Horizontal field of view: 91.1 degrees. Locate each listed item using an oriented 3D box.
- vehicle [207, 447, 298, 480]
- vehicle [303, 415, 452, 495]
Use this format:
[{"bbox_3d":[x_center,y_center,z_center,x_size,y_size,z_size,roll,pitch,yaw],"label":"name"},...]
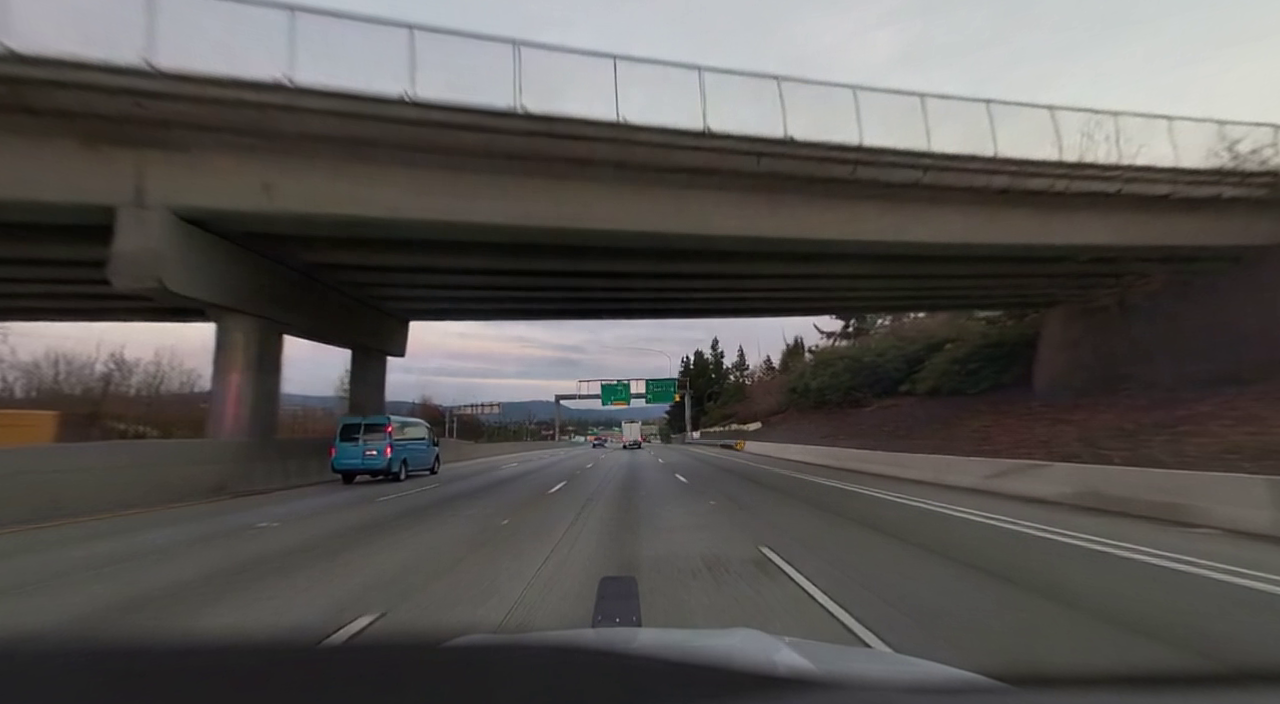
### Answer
[{"bbox_3d":[-20.125,5.762,32.910,1.866,1.511,4.574,0,-8,-1],"label":"vehicle"},{"bbox_3d":[-7.420,2.960,18.564,2.150,1.996,5.341,0,-8,-1],"label":"vehicle"}]
